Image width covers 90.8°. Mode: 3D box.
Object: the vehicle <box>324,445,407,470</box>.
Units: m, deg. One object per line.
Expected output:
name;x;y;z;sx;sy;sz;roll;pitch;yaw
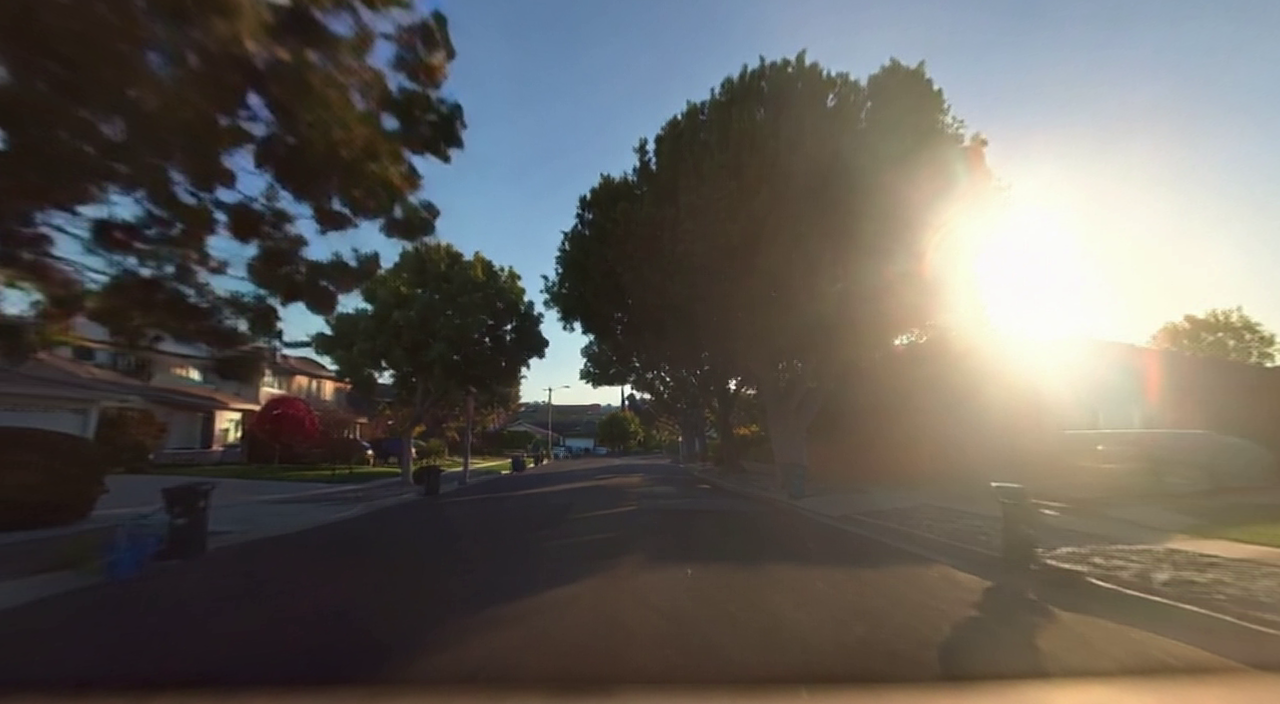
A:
vehicle;-17.357;6.711;40.117;4.307;1.508;2.072;0;-10;-1

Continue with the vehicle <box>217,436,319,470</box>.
vehicle;-20.816;5.678;35.515;4.359;1.789;2.123;0;-10;-2
